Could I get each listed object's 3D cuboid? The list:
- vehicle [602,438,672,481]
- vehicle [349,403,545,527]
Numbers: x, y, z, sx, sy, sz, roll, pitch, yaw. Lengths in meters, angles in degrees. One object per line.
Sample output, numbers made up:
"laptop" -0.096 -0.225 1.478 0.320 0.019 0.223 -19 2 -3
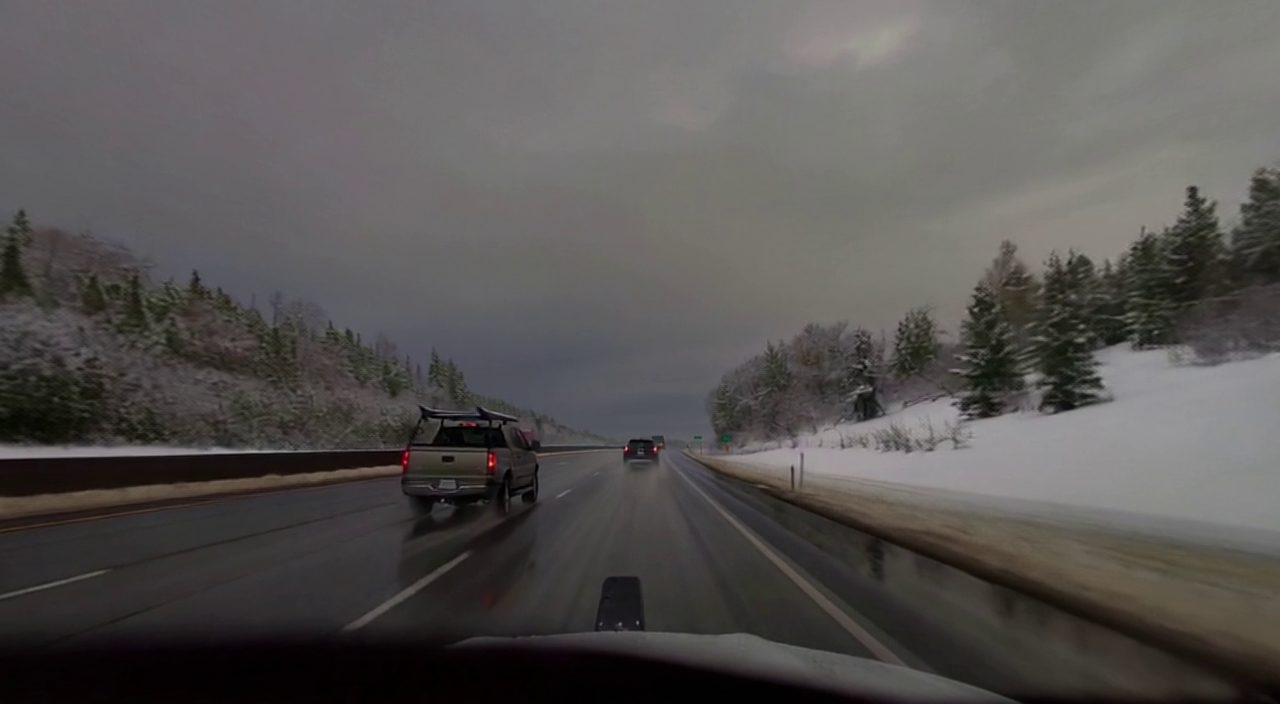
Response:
"vehicle" -0.058 4.591 27.186 2.715 1.669 5.163 0 -9 1
"vehicle" -3.455 2.172 12.565 2.250 1.947 4.860 0 -9 1
